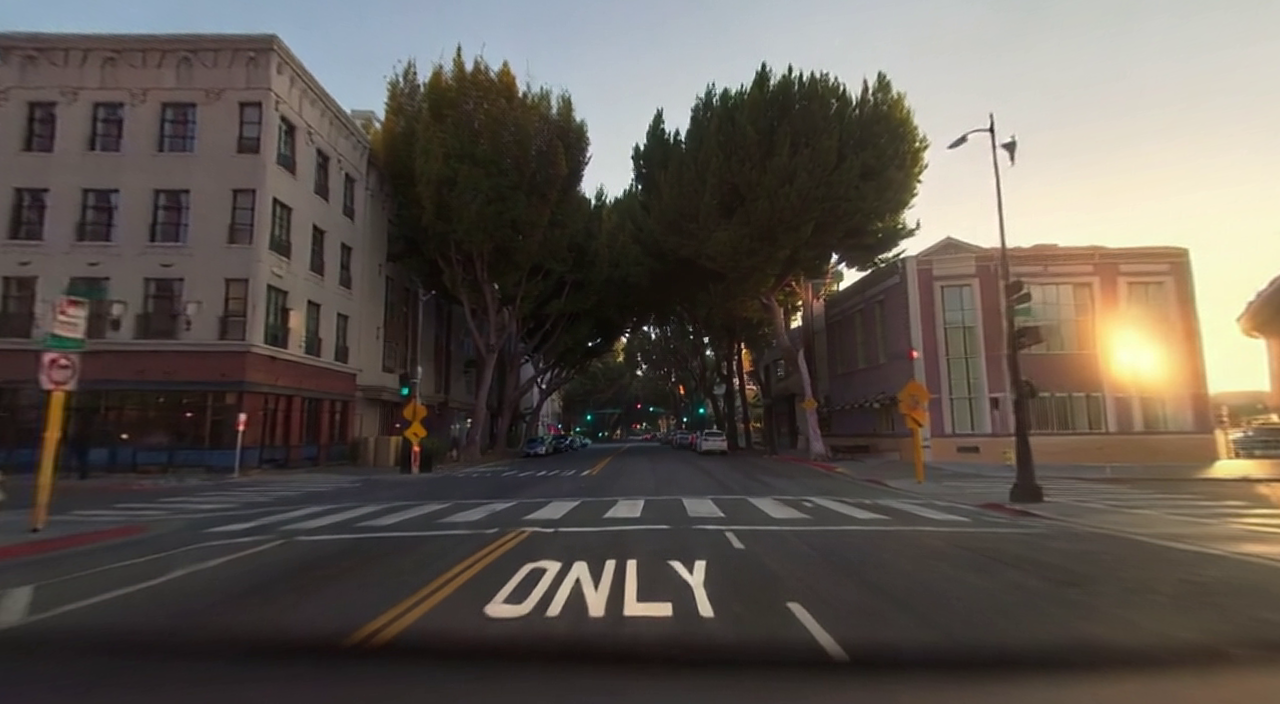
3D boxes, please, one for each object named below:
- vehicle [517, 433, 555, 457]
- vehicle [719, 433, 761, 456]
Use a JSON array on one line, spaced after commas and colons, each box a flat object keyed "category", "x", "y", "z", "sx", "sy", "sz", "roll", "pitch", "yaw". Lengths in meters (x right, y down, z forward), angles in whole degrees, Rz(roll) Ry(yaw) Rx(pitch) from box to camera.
[{"category": "vehicle", "x": -7.318, "y": 6.585, "z": 44.646, "sx": 2.127, "sy": 1.533, "sz": 4.547, "roll": -1, "pitch": -8, "yaw": -3}, {"category": "vehicle", "x": 6.851, "y": 6.392, "z": 43.522, "sx": 1.997, "sy": 1.510, "sz": 4.455, "roll": 0, "pitch": -8, "yaw": -2}]
